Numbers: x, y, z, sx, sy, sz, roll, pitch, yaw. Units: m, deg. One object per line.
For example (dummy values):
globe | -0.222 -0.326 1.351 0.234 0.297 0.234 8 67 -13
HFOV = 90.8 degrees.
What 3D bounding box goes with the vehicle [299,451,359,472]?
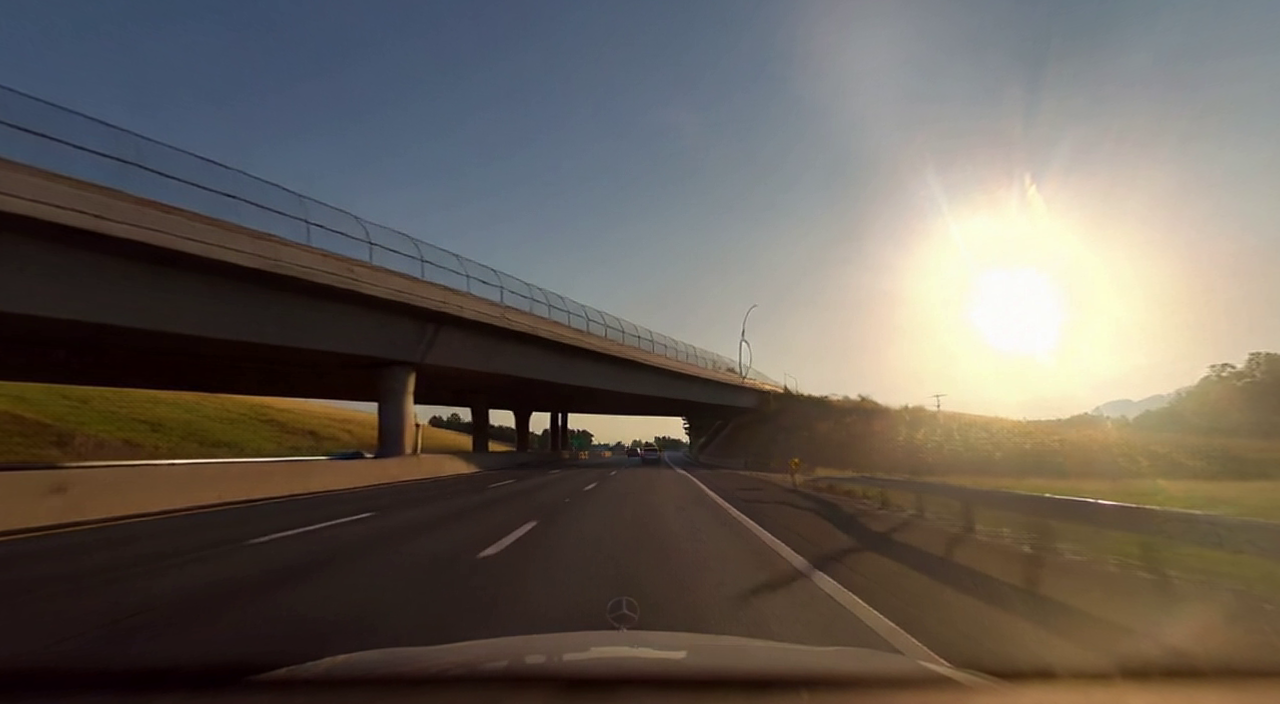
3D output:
vehicle | -23.660 8.334 48.221 2.148 1.493 4.415 0 -9 2
